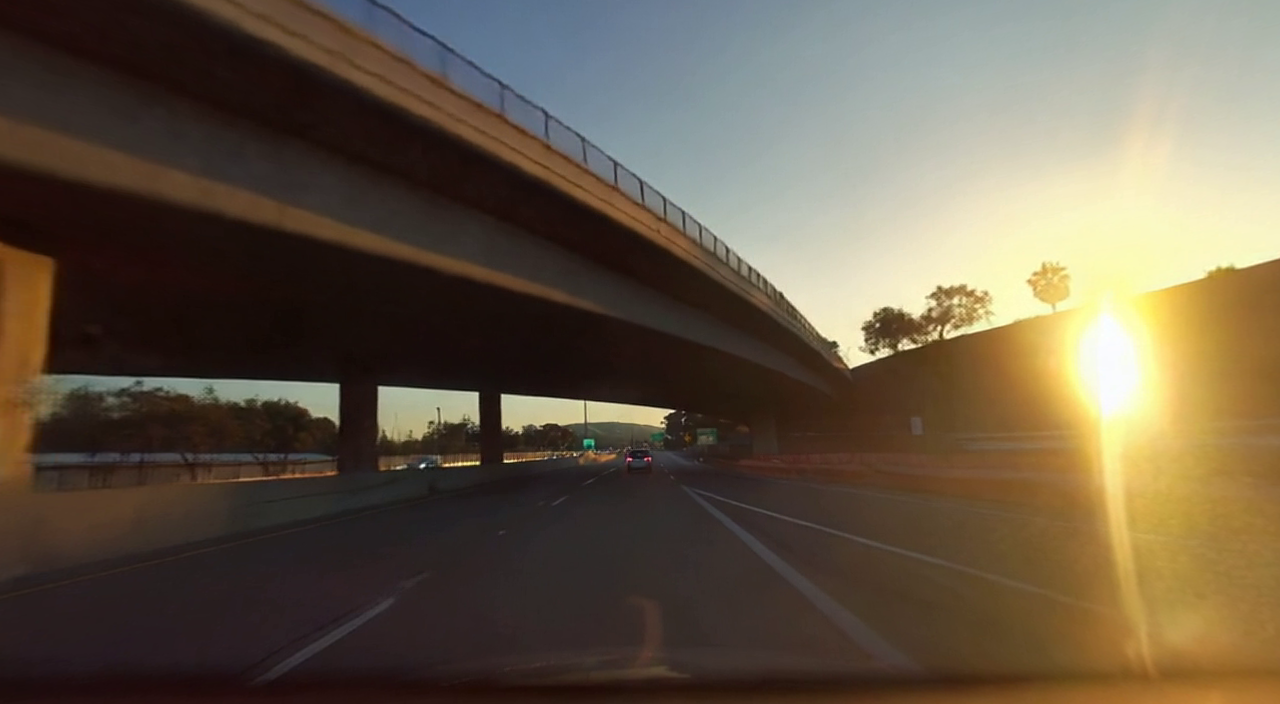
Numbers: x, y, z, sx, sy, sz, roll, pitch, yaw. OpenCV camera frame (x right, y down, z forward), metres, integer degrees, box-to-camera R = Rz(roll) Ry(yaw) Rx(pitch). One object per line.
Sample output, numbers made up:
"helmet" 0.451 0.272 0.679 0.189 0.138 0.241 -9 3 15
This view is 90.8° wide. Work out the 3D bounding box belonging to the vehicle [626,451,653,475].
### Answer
"vehicle" -0.032 7.180 40.872 1.695 1.437 3.506 0 -9 0
